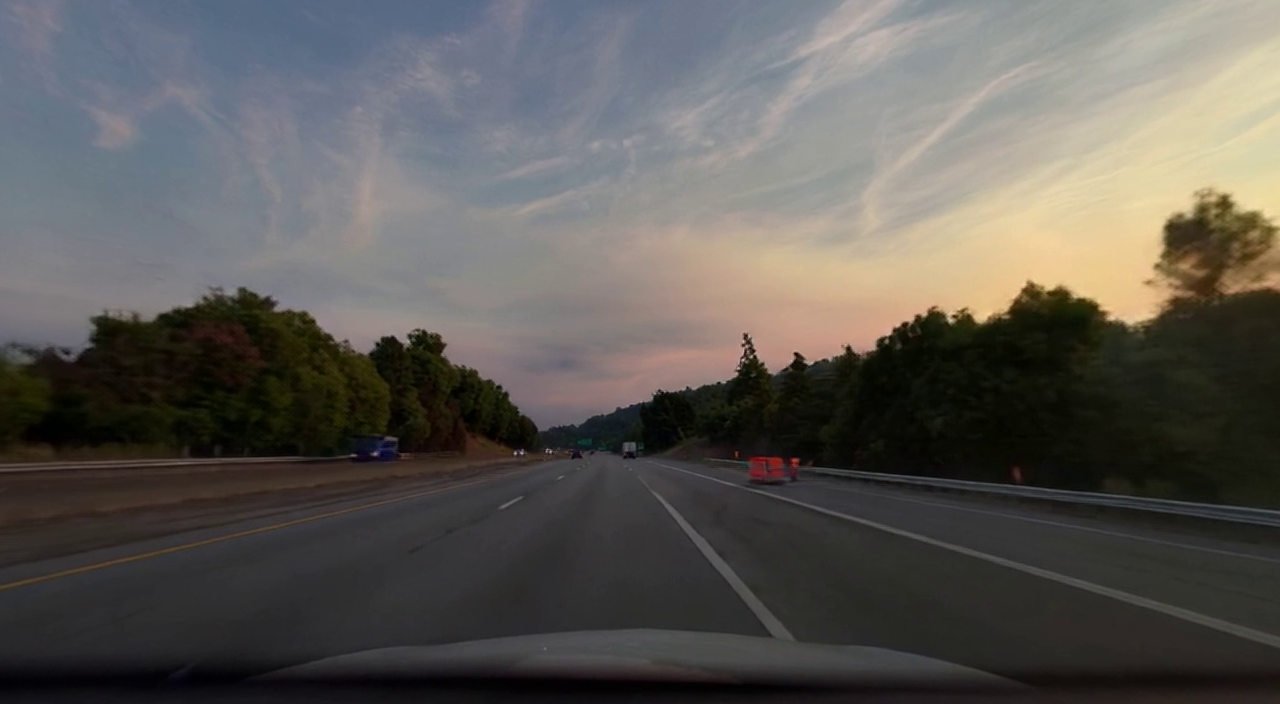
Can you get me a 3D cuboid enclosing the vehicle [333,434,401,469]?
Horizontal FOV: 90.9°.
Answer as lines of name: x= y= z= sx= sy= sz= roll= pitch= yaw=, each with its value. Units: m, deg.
vehicle: x=-19.455 y=7.148 z=45.230 sx=2.411 sy=2.328 sz=5.807 roll=0 pitch=-9 yaw=-2
